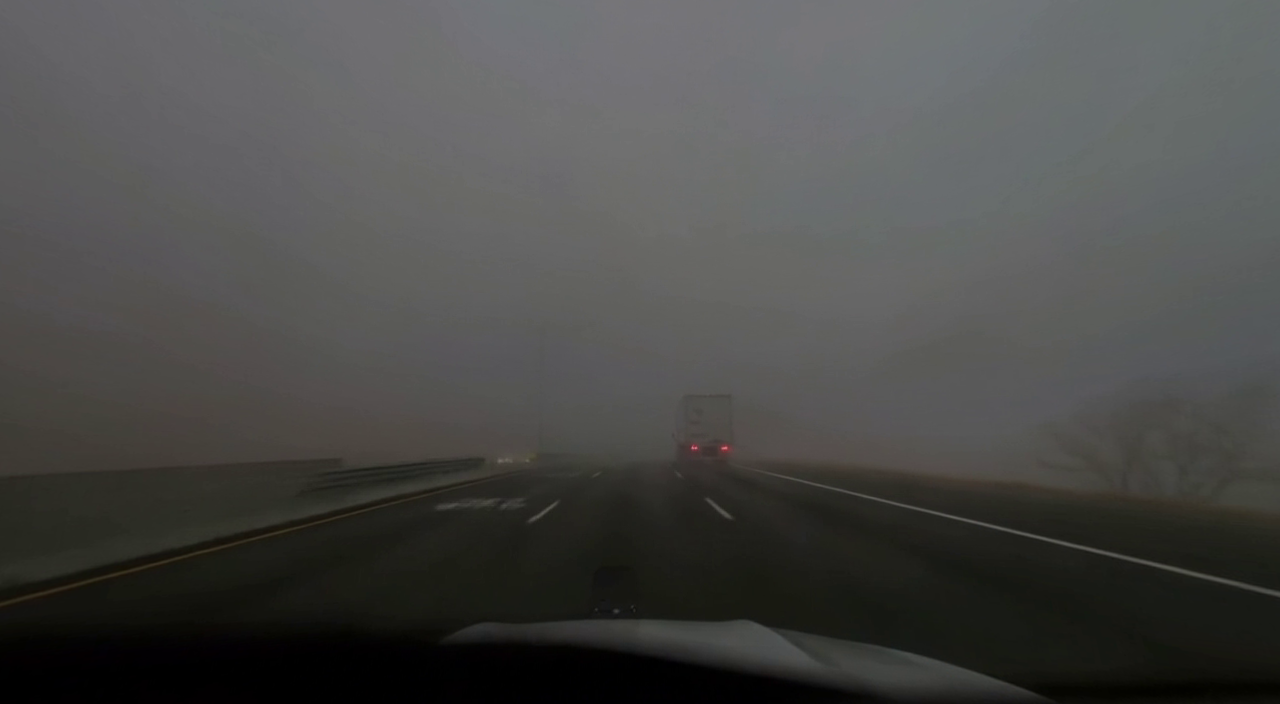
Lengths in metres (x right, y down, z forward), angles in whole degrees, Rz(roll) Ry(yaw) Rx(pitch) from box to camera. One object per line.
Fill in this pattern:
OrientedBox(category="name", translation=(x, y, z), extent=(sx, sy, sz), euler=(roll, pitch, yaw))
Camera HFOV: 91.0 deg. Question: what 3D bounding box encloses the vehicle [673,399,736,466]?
OrientedBox(category="vehicle", translation=(4.317, 5.896, 45.533), extent=(2.960, 4.099, 14.097), euler=(0, -8, -1))
